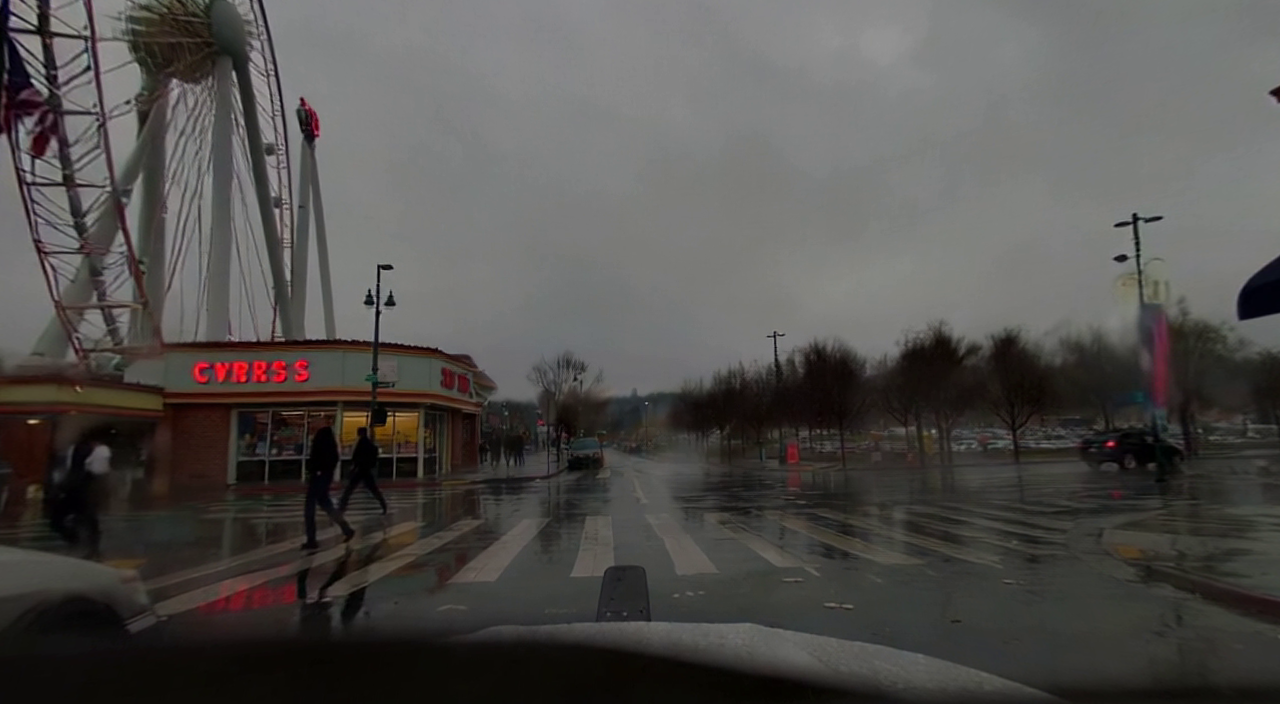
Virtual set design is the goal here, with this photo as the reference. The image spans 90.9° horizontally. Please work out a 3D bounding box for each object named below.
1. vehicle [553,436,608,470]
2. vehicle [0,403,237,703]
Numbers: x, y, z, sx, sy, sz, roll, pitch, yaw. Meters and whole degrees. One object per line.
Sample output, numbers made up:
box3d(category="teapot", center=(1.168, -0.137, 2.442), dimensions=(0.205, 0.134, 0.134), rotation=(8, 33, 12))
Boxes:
box3d(category="vehicle", center=(-3.915, 6.403, 40.247), dimensions=(2.549, 2.000, 5.699), rotation=(2, -9, -15))
box3d(category="vehicle", center=(-3.374, 0.785, 1.193), dimensions=(1.940, 1.505, 4.676), rotation=(-1, -9, 3))
